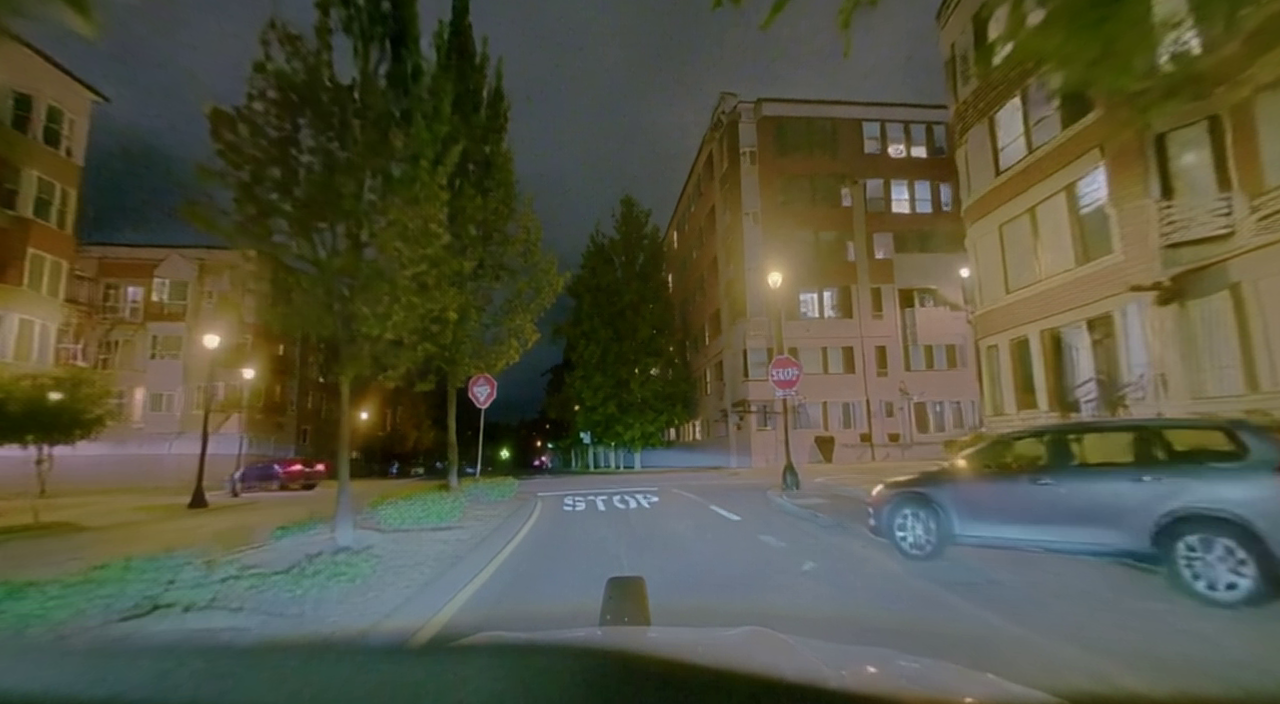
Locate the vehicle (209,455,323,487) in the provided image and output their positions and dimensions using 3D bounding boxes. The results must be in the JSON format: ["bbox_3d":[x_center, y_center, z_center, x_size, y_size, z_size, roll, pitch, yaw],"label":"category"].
[{"bbox_3d":[-19.230,6.128,32.547,4.654,1.503,1.951,0,-8,3],"label":"vehicle"}]

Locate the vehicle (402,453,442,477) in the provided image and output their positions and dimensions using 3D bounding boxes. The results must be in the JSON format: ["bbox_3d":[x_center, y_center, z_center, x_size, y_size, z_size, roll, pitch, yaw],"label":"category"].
[{"bbox_3d":[-15.229,7.901,44.206,2.027,1.475,4.522,2,-8,-12],"label":"vehicle"}]

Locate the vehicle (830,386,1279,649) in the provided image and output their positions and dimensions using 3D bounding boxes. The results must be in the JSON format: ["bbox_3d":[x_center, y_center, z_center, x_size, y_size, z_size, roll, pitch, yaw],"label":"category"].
[{"bbox_3d":[4.133,1.232,5.393,2.065,1.529,4.709,1,-10,-25],"label":"vehicle"}]
